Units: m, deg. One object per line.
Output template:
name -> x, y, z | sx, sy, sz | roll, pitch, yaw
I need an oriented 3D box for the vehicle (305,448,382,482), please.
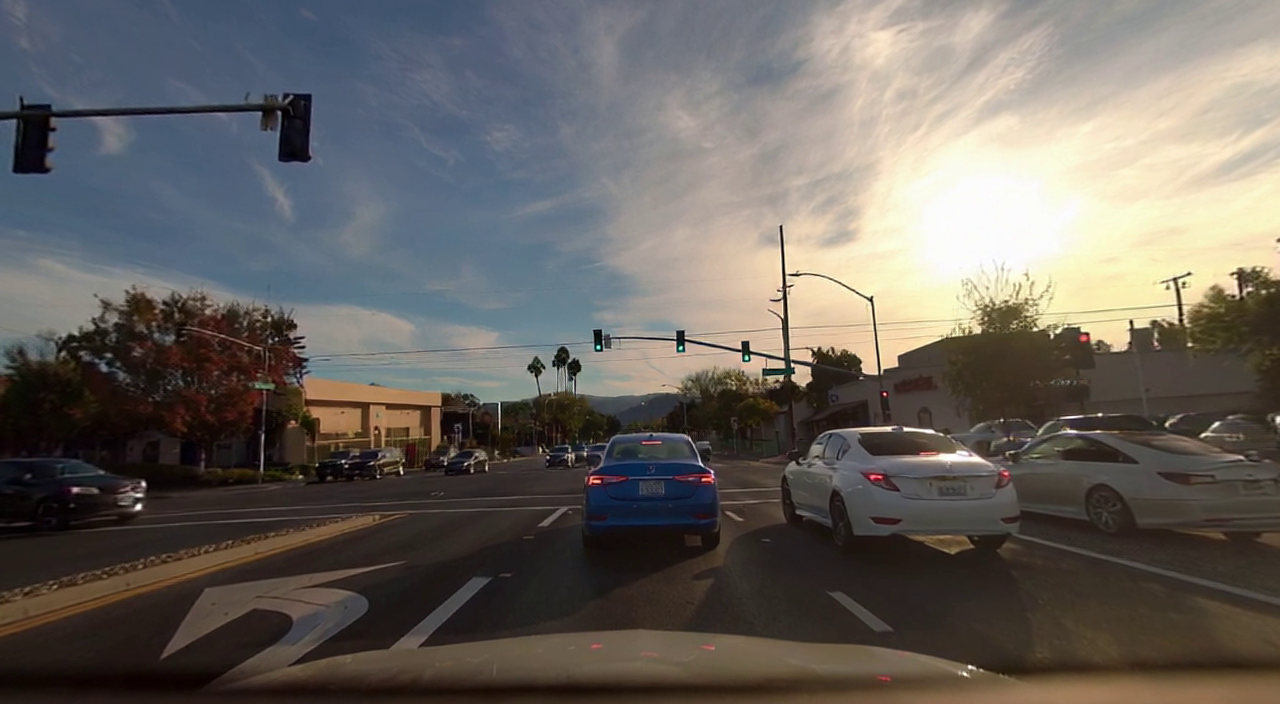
vehicle -> -18.572, 7.071, 39.948 | 2.324, 1.911, 5.610 | 0, -9, -2

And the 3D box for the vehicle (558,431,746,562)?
vehicle -> 0.112, 1.952, 9.291 | 2.135, 1.468, 4.076 | 0, -8, -1

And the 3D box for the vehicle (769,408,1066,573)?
vehicle -> 3.272, 1.745, 8.769 | 1.973, 1.633, 4.717 | 0, -9, 0

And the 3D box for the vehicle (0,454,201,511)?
vehicle -> -18.151, 4.349, 21.421 | 4.780, 1.669, 2.232 | 2, -9, -16

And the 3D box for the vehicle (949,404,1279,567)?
vehicle -> 6.466, 1.722, 8.865 | 2.009, 1.700, 4.275 | 0, -8, -1
